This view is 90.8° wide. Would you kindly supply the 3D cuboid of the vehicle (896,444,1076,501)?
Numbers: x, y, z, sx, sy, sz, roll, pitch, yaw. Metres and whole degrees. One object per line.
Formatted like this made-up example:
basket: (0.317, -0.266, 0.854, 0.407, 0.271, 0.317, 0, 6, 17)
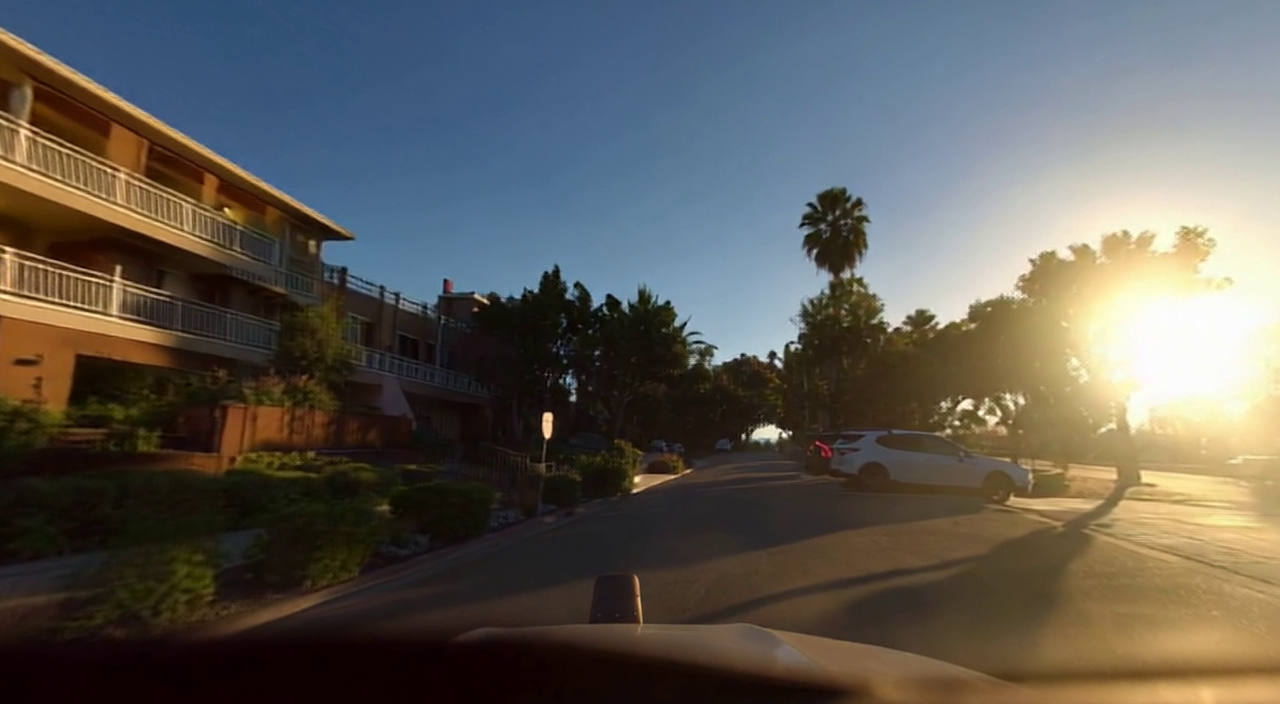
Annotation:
vehicle: (9.739, 3.418, 18.210, 4.195, 1.446, 1.979, -2, -10, 18)
